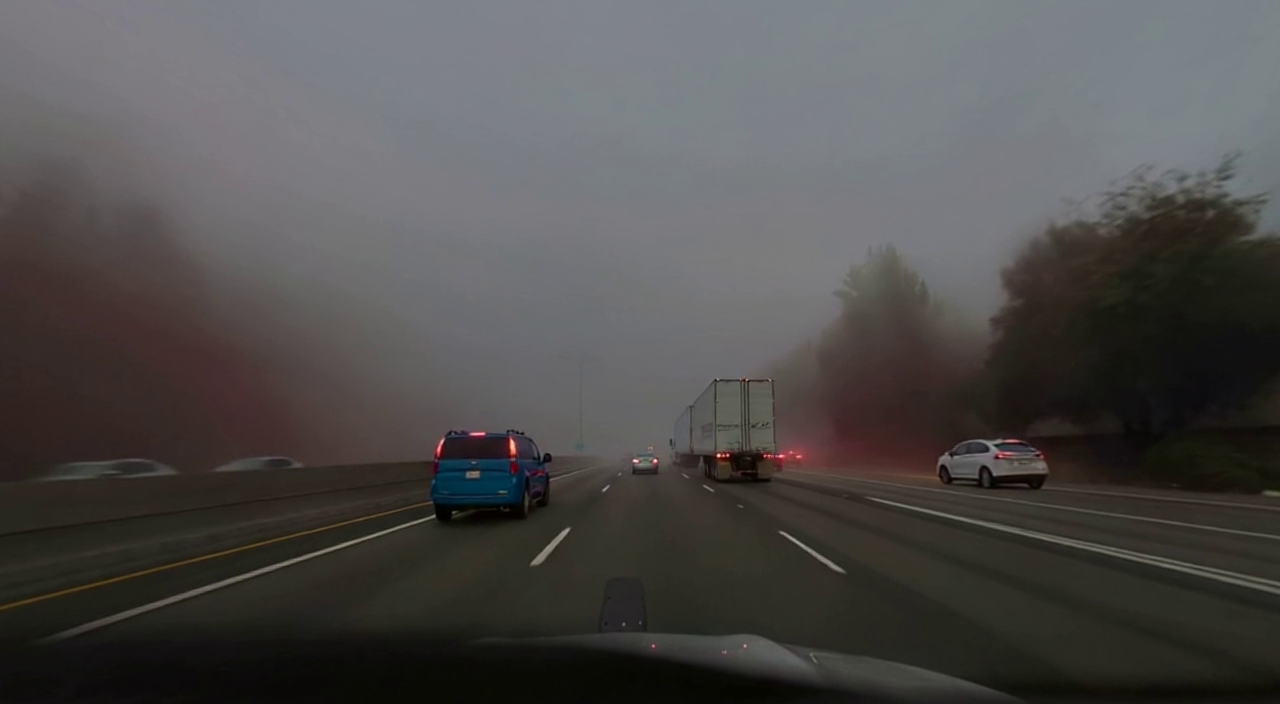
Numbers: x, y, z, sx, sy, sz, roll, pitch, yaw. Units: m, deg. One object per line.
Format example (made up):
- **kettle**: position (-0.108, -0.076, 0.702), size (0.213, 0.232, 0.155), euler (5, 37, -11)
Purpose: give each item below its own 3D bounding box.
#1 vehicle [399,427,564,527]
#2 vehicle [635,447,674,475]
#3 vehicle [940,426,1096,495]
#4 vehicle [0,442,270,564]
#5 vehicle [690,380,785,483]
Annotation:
- **vehicle**: position (-3.099, 2.576, 13.528), size (2.237, 1.745, 4.575), euler (0, -9, 1)
- **vehicle**: position (0.754, 6.146, 35.765), size (2.063, 1.469, 4.208), euler (0, -9, 0)
- **vehicle**: position (11.275, 3.262, 19.275), size (2.041, 1.824, 4.376), euler (0, -9, 0)
- **vehicle**: position (-8.415, 2.252, 10.244), size (2.084, 1.518, 4.418), euler (0, -9, 0)
- **vehicle**: position (4.387, 4.119, 31.504), size (2.821, 4.077, 12.562), euler (0, -9, 1)
